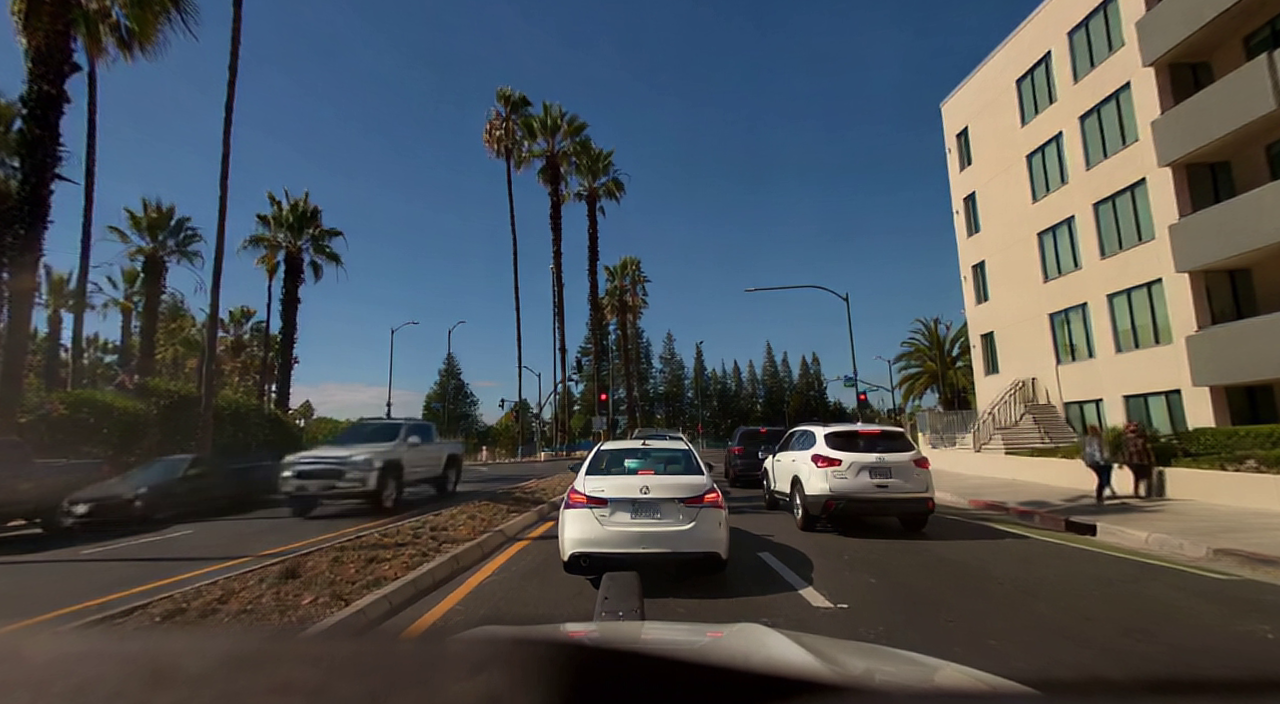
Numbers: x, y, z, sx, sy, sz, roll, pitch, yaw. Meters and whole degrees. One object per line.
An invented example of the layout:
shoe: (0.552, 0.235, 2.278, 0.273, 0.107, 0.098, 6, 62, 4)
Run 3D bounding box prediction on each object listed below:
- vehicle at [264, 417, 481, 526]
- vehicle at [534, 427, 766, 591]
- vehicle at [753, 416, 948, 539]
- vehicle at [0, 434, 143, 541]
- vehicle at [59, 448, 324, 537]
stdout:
vehicle: (-5.204, 2.400, 13.274, 2.068, 1.811, 4.910, -2, -9, 5)
vehicle: (0.131, 1.716, 7.747, 2.088, 1.452, 3.993, 0, -8, 1)
vehicle: (3.396, 2.112, 11.239, 2.003, 1.733, 4.319, 0, -8, 1)
vehicle: (-13.055, 2.720, 12.294, 2.240, 1.964, 5.707, -6, -8, 0)
vehicle: (-8.583, 2.678, 12.776, 1.898, 1.439, 4.540, -1, -8, 2)
